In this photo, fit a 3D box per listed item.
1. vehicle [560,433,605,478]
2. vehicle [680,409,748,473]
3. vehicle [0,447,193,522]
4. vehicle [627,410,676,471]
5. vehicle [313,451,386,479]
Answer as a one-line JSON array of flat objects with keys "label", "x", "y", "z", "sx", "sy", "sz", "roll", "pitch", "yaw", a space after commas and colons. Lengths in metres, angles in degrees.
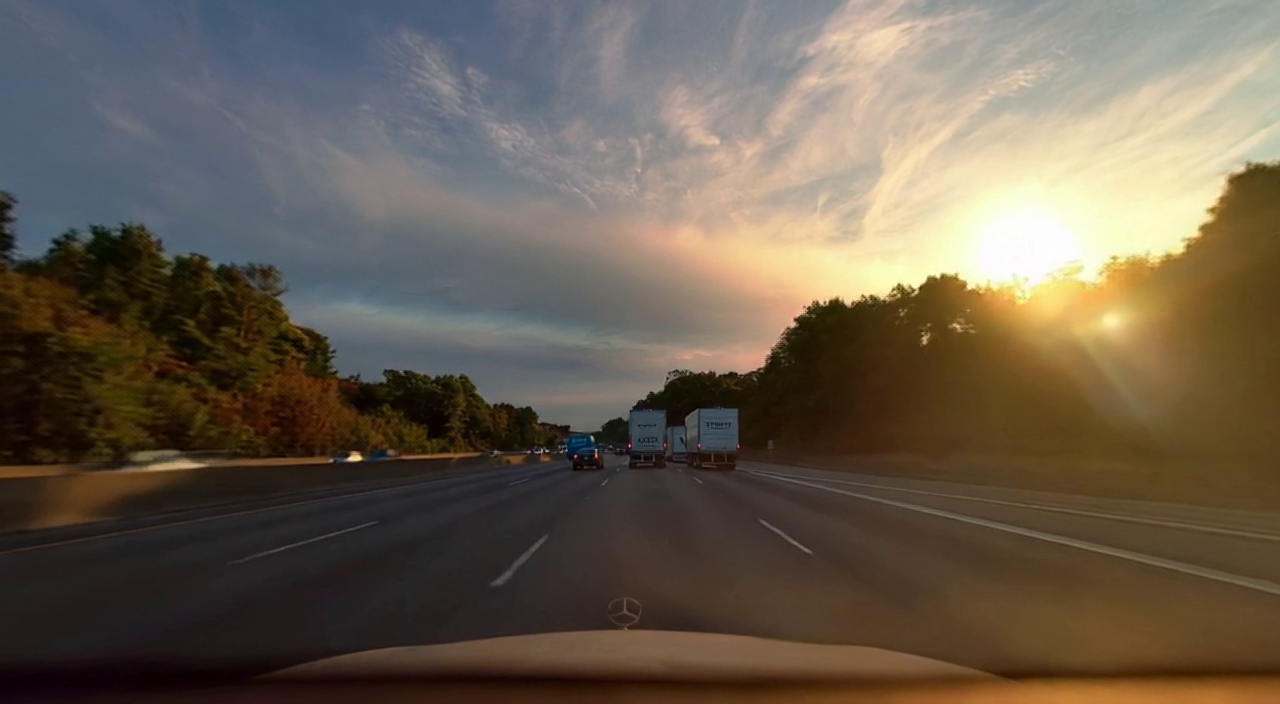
[{"label": "vehicle", "x": -2.975, "y": 5.462, "z": 33.428, "sx": 2.033, "sy": 2.234, "sz": 3.490, "roll": 0, "pitch": -9, "yaw": 0}, {"label": "vehicle", "x": 5.184, "y": 6.808, "z": 47.626, "sx": 3.319, "sy": 4.075, "sz": 14.516, "roll": 0, "pitch": -9, "yaw": 0}, {"label": "vehicle", "x": -13.263, "y": 3.018, "z": 14.972, "sx": 1.901, "sy": 1.465, "sz": 4.583, "roll": 0, "pitch": -9, "yaw": 1}, {"label": "vehicle", "x": 0.745, "y": 6.724, "z": 47.296, "sx": 3.201, "sy": 4.019, "sz": 10.918, "roll": 0, "pitch": -9, "yaw": 0}, {"label": "vehicle", "x": -16.449, "y": 6.405, "z": 36.010, "sx": 1.899, "sy": 1.503, "sz": 4.577, "roll": 0, "pitch": -9, "yaw": 1}]
